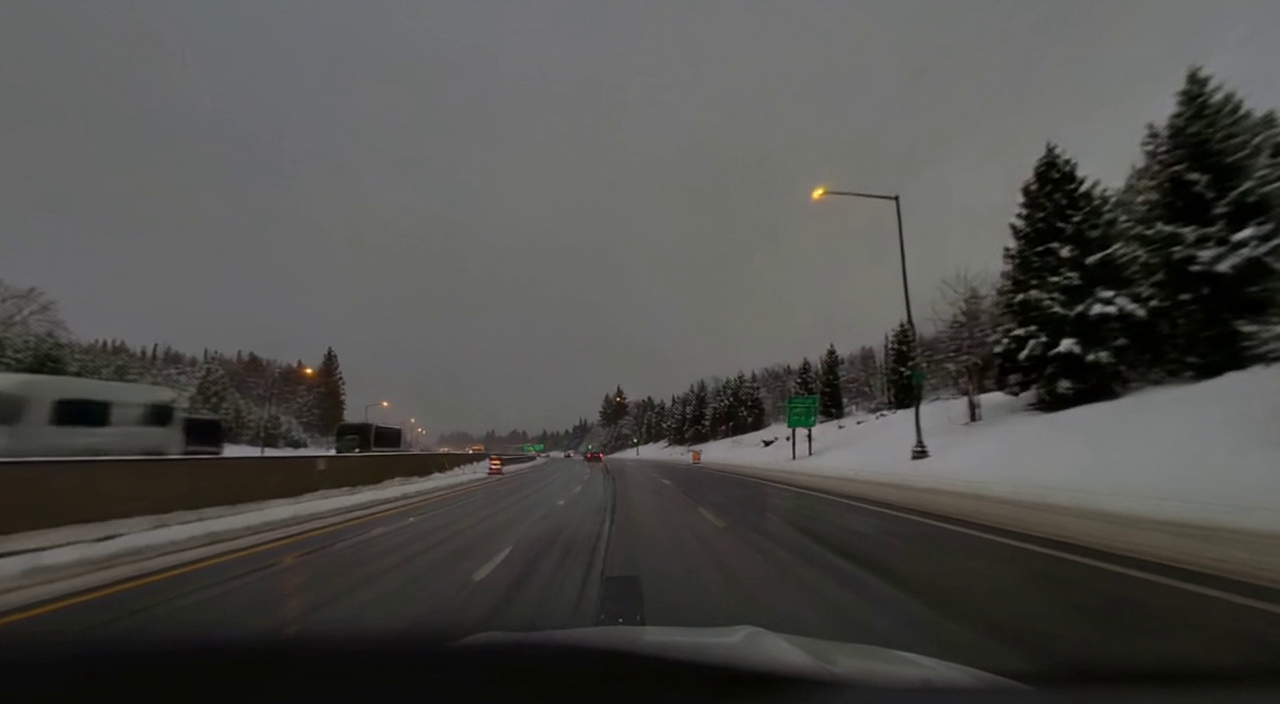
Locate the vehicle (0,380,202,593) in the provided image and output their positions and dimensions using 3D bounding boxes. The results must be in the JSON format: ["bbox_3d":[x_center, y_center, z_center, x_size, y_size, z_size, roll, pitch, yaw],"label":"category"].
[{"bbox_3d":[-7.416,1.204,5.477,2.690,1.995,6.270,0,-9,0],"label":"vehicle"}]

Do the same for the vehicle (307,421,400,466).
[{"bbox_3d":[-18.352,6.080,40.908,2.750,2.474,7.300,1,-11,-2],"label":"vehicle"}]
